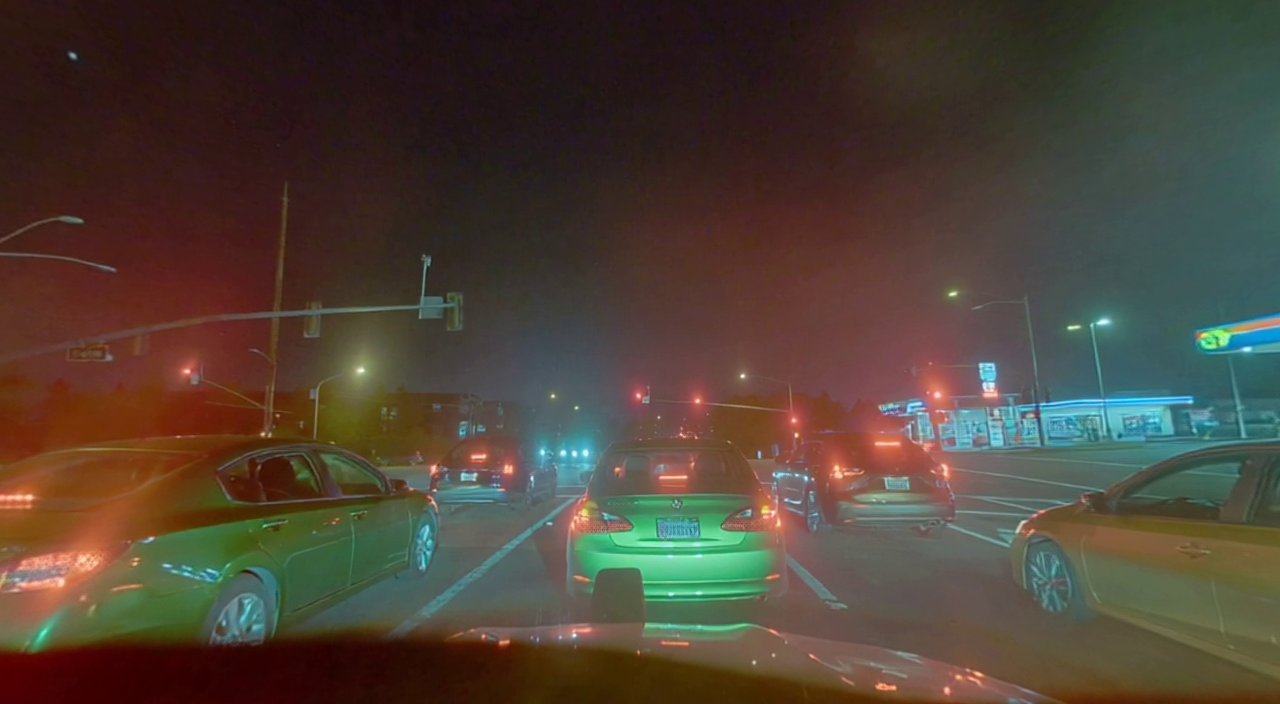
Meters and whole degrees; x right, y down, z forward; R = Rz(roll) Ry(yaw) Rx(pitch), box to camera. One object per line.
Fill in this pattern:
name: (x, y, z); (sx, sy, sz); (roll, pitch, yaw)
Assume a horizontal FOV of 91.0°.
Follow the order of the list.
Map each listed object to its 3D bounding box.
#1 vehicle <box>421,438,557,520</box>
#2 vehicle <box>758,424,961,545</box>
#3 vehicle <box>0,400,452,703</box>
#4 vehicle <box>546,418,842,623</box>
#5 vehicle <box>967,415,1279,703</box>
vehicle: (-3.044, 2.647, 13.706); (1.867, 1.474, 4.237); (0, -9, 1)
vehicle: (3.405, 2.135, 10.771); (1.947, 1.630, 4.127); (0, -9, 0)
vehicle: (-3.004, 1.260, 4.615); (1.887, 1.493, 4.255); (0, -9, 1)
vehicle: (0.348, 1.588, 6.948); (2.220, 1.507, 4.317); (0, -9, -2)
vehicle: (4.186, 1.132, 3.591); (1.950, 1.497, 4.686); (0, -9, -2)
